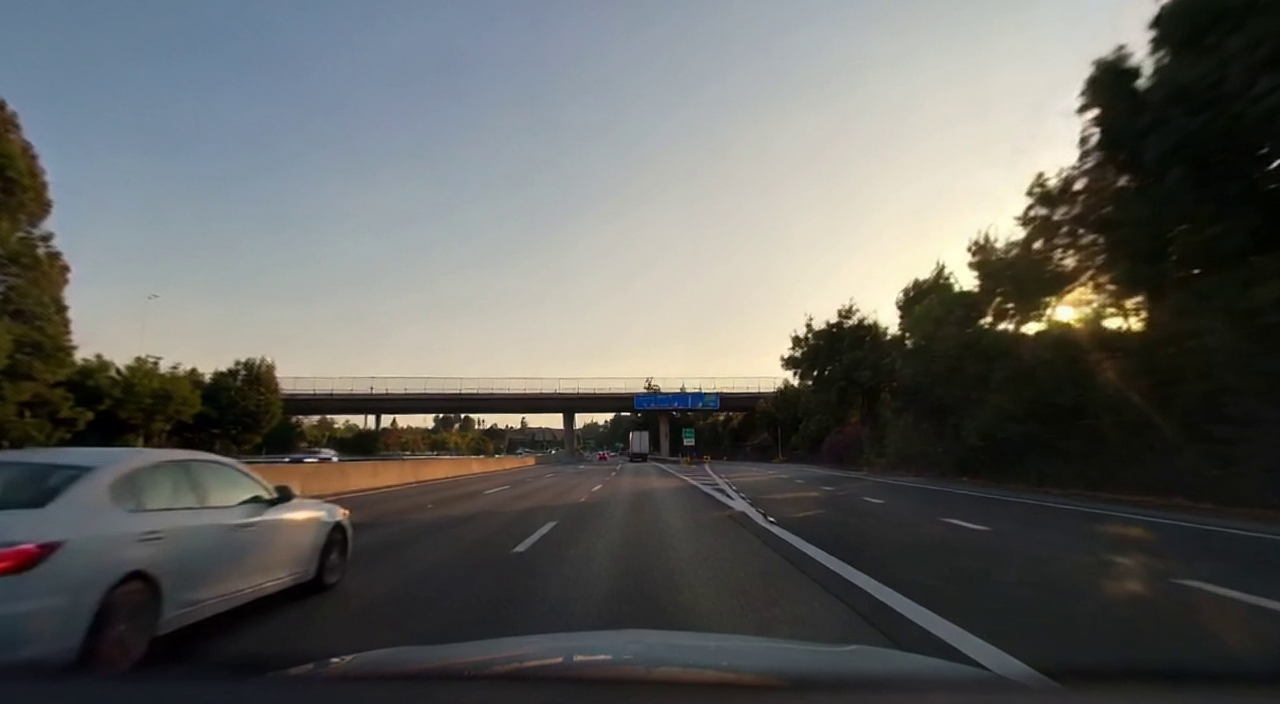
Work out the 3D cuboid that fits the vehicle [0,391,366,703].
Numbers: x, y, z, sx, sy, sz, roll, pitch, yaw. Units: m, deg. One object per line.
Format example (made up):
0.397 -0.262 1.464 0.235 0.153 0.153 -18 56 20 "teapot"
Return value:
-3.782 1.182 4.084 2.070 1.564 4.145 0 -9 1 "vehicle"
